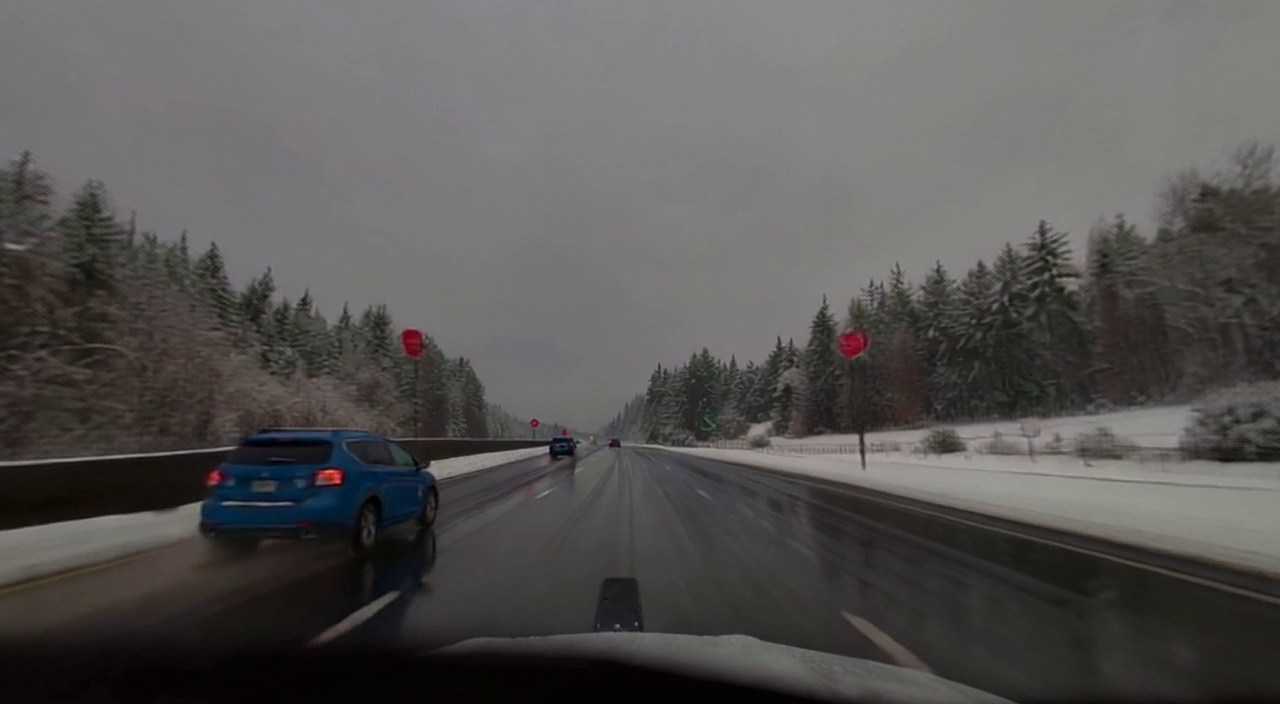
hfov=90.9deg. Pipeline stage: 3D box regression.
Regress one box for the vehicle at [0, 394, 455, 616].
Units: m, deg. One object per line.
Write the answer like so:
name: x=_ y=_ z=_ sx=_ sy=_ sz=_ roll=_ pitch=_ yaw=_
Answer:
vehicle: x=-3.767 y=1.429 z=7.010 sx=2.047 sy=1.612 sz=4.631 roll=0 pitch=-8 yaw=0

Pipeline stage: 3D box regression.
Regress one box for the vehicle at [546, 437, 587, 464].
vehicle: x=-3.997 y=5.394 z=34.917 sx=1.874 sy=1.369 sz=3.875 roll=0 pitch=-8 yaw=-1
